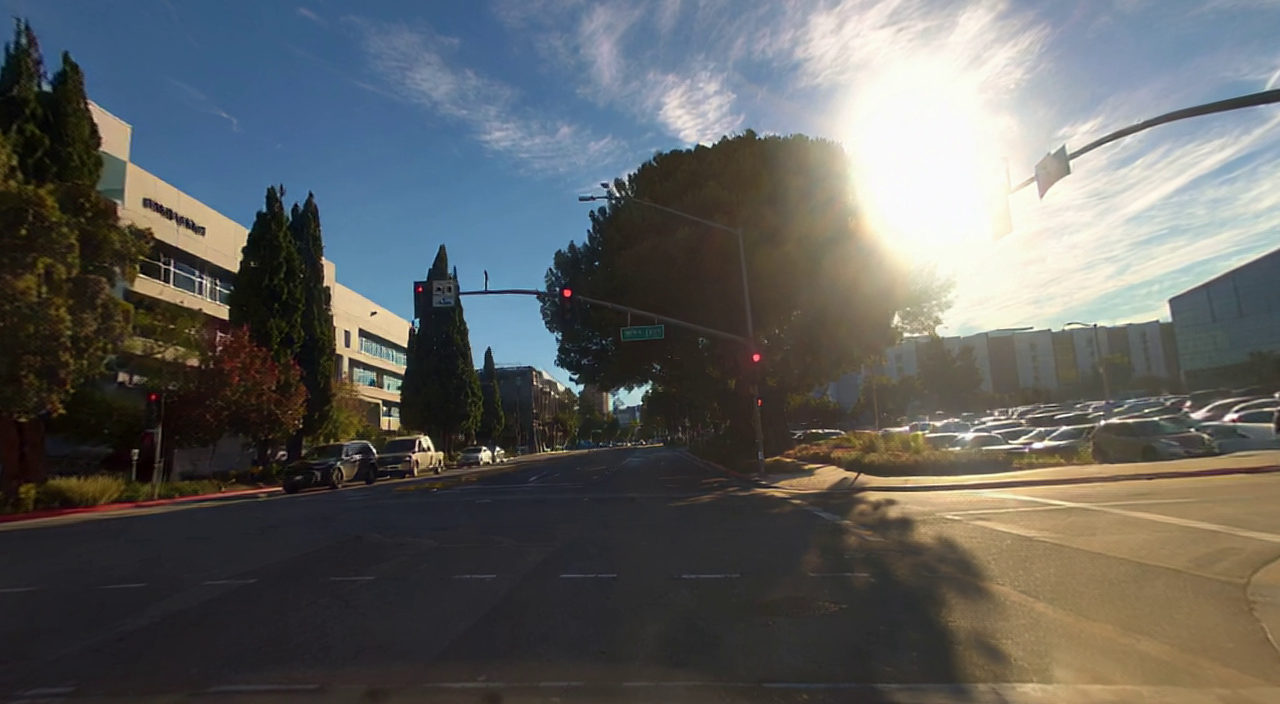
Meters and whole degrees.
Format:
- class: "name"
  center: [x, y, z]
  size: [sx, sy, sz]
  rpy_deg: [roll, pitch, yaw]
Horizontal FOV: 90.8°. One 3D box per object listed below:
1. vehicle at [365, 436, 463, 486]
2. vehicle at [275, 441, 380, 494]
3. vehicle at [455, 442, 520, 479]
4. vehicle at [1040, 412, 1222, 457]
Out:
- class: "vehicle"
  center: [-10.168, 4.954, 29.056]
  size: [2.475, 1.940, 5.702]
  rpy_deg: [-3, -9, 0]
- class: "vehicle"
  center: [-13.725, 5.061, 28.148]
  size: [2.251, 1.957, 4.968]
  rpy_deg: [-4, -9, -1]
- class: "vehicle"
  center: [-6.979, 4.993, 29.320]
  size: [2.024, 1.470, 4.153]
  rpy_deg: [-3, -9, -1]
- class: "vehicle"
  center: [16.925, 2.906, 22.097]
  size: [4.560, 1.453, 1.851]
  rpy_deg: [-3, -9, 18]
